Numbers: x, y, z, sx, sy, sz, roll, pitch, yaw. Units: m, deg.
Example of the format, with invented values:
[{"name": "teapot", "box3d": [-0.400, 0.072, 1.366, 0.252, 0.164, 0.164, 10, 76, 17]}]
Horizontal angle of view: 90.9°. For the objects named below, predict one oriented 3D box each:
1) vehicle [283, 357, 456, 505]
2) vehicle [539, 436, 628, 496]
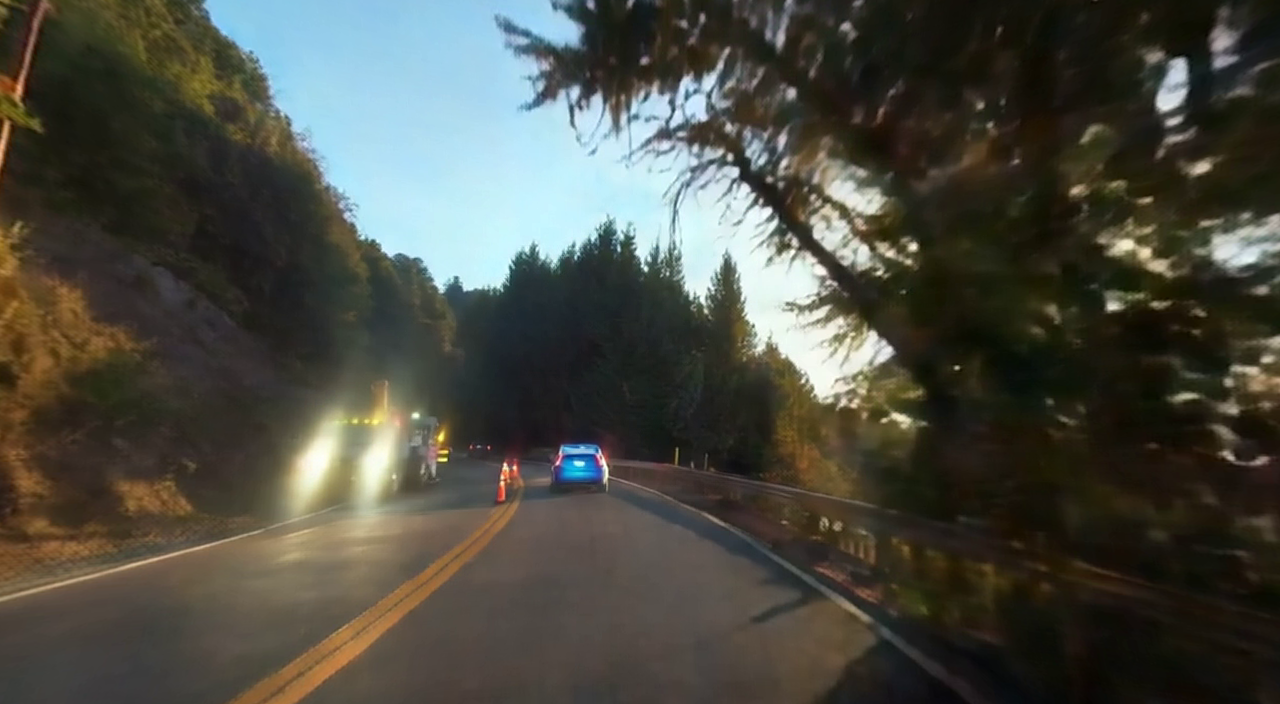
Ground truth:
[{"name": "vehicle", "box3d": [-6.559, 2.052, 16.147, 2.364, 3.191, 4.942, 0, -8, -3]}, {"name": "vehicle", "box3d": [-1.748, 3.193, 18.070, 2.259, 1.503, 4.075, 1, -8, -9]}]
